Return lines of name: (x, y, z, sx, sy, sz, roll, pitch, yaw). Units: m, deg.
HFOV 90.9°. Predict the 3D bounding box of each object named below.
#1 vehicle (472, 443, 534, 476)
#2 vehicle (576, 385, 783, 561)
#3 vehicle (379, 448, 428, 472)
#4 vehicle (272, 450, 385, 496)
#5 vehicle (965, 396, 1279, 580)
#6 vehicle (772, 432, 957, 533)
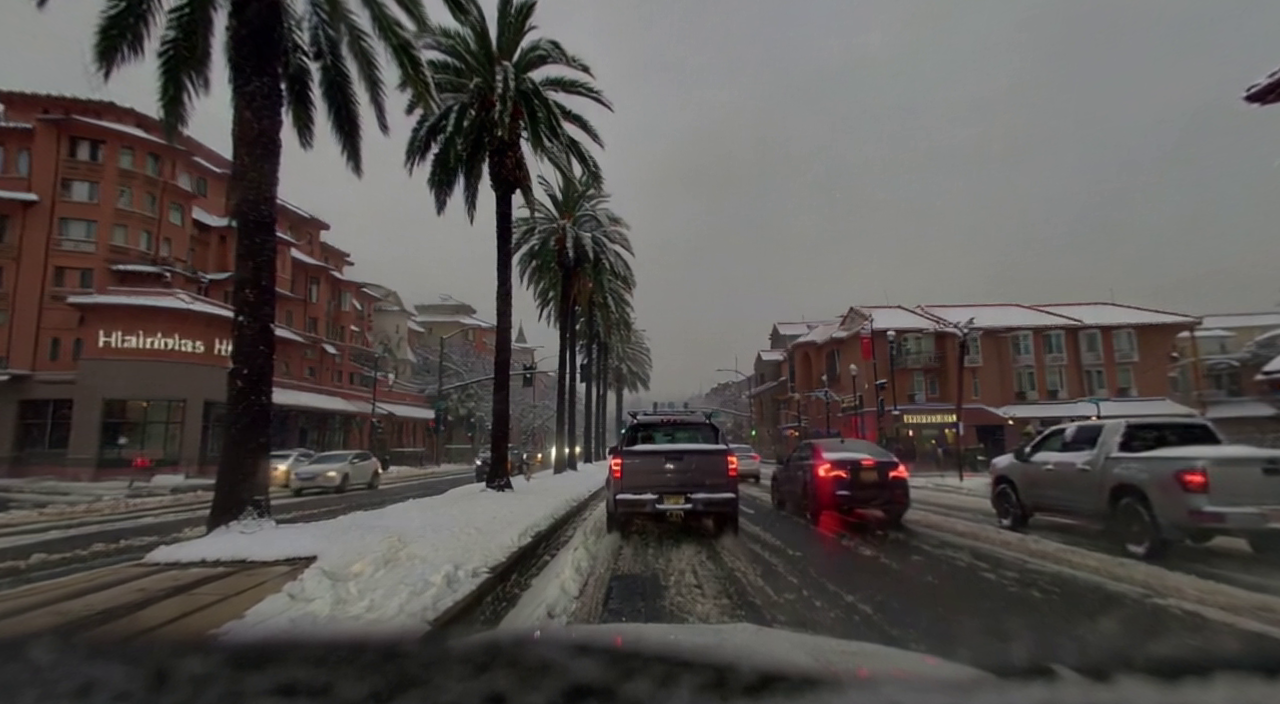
vehicle: (-7.680, 6.047, 35.889, 2.268, 1.733, 4.821, -1, -8, 3)
vehicle: (0.528, 1.861, 10.417, 2.487, 2.115, 5.444, 0, -8, 1)
vehicle: (-18.088, 8.262, 48.466, 1.972, 1.694, 4.466, 0, -8, 2)
vehicle: (-11.460, 4.441, 23.556, 2.031, 1.534, 4.079, 0, -8, 2)
vehicle: (7.487, 1.864, 9.565, 2.215, 1.973, 5.323, 0, -8, 0)
vehicle: (4.048, 2.410, 12.242, 2.072, 1.595, 4.124, 0, -8, 0)
